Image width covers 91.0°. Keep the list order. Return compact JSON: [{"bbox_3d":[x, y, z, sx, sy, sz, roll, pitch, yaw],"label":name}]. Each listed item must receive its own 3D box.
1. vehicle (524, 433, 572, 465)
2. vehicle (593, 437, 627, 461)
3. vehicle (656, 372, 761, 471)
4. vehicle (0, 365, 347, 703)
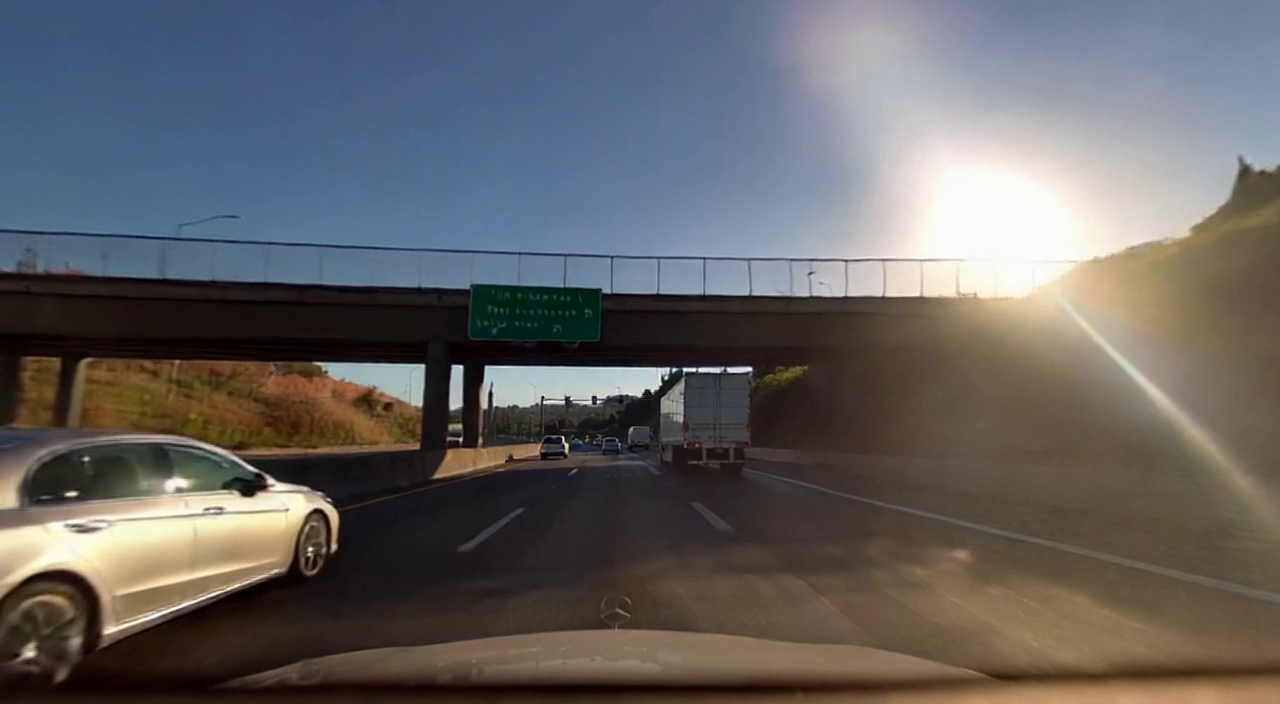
[{"bbox_3d":[-5.359,5.726,37.218,2.377,1.747,4.703,0,-8,-3],"label":"vehicle"},{"bbox_3d":[-2.086,6.531,42.528,2.125,1.542,3.816,0,-8,-5],"label":"vehicle"},{"bbox_3d":[2.984,3.825,32.794,3.301,4.034,13.722,0,-8,-3],"label":"vehicle"},{"bbox_3d":[-4.138,1.103,4.300,2.213,1.650,4.403,0,-8,-1],"label":"vehicle"}]
